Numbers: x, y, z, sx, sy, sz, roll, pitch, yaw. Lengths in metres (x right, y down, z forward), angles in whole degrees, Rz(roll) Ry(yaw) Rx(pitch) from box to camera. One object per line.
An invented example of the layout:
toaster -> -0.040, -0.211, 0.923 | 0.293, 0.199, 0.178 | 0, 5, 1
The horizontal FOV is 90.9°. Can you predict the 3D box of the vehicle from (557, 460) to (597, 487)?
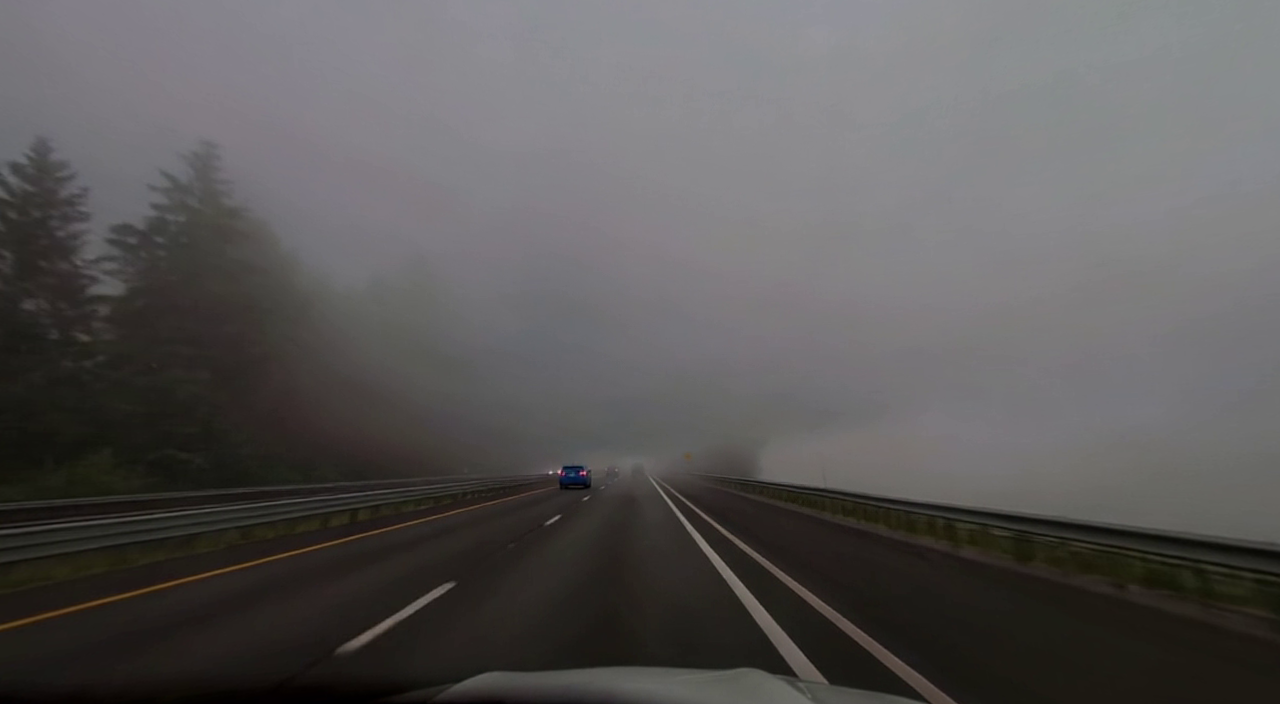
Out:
vehicle -> -4.006, 7.826, 40.632 | 2.081, 1.586, 4.245 | 0, -10, 0
